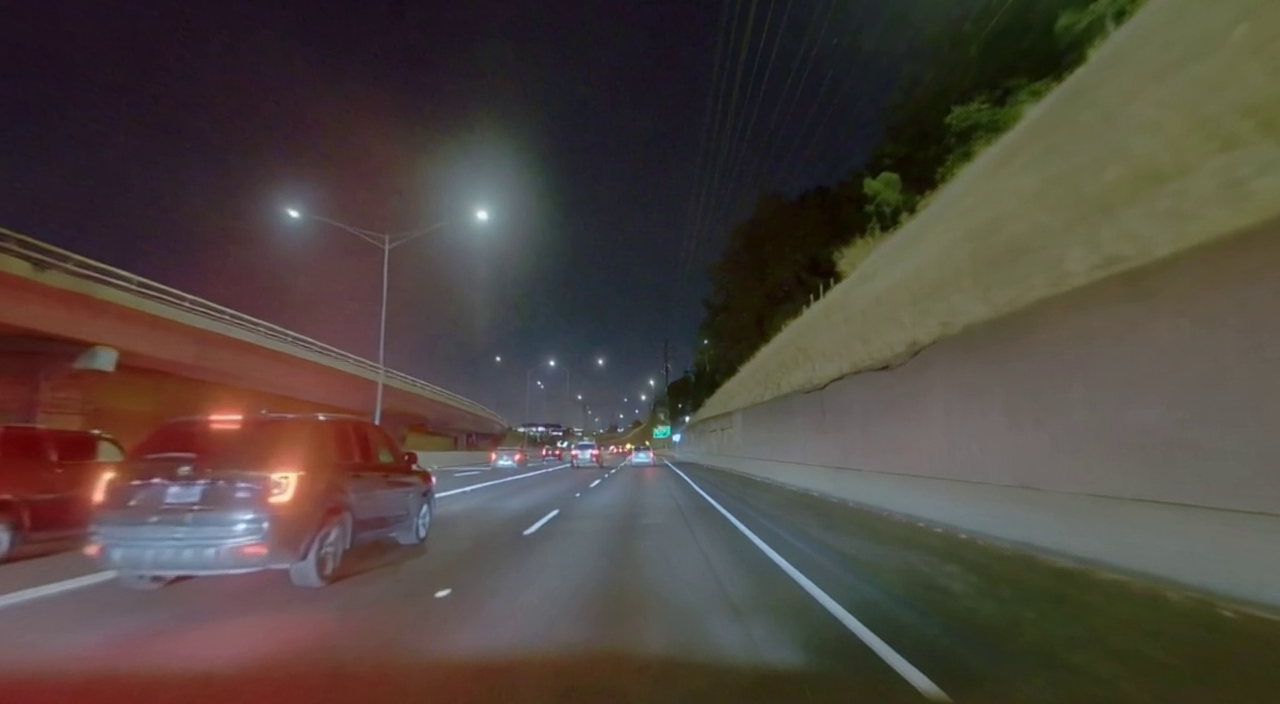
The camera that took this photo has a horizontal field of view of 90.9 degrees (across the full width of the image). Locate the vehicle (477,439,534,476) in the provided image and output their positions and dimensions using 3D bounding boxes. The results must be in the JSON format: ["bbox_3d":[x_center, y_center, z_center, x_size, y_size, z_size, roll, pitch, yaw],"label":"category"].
[{"bbox_3d":[-7.262,5.715,34.439,2.084,1.815,4.406,0,-8,1],"label":"vehicle"}]

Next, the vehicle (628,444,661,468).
[{"bbox_3d":[0.271,6.887,41.920,2.074,1.465,3.977,0,-8,-2],"label":"vehicle"}]

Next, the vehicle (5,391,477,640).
[{"bbox_3d":[-3.391,1.468,6.694,2.052,1.731,4.372,0,-8,1],"label":"vehicle"}]

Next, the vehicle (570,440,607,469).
[{"bbox_3d":[-3.349,6.807,42.025,2.093,1.831,4.712,0,-8,0],"label":"vehicle"}]
